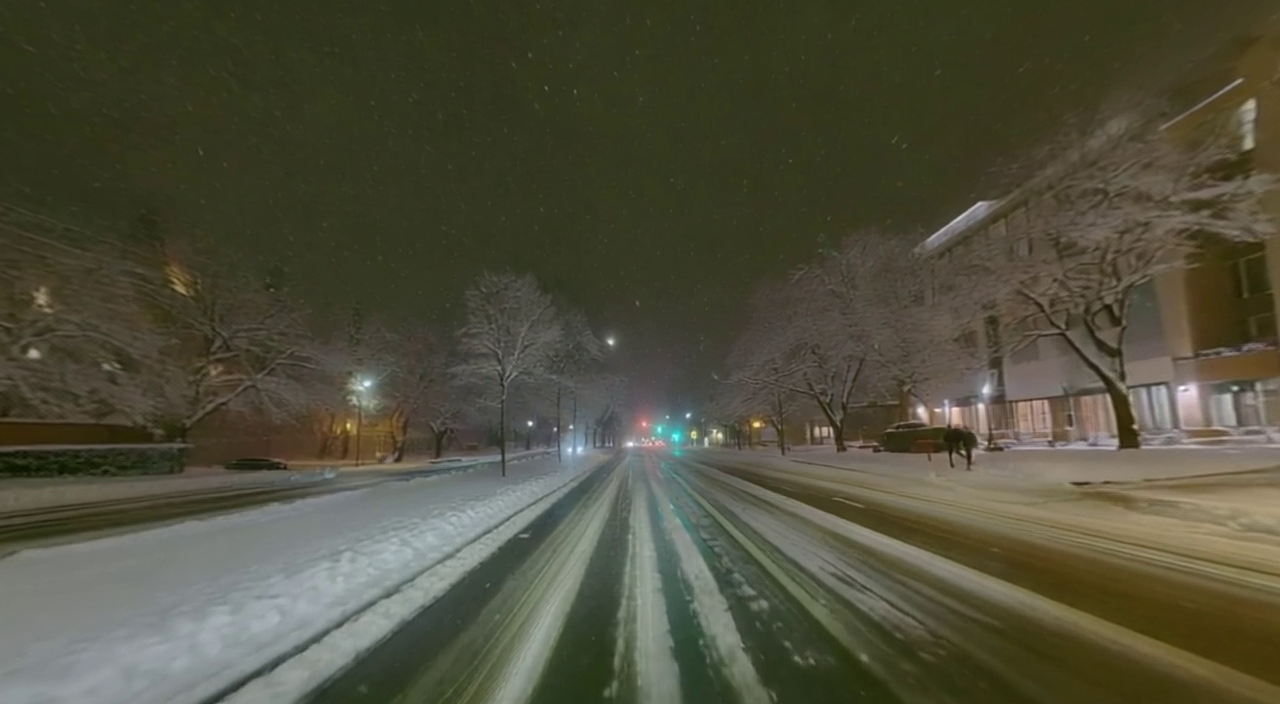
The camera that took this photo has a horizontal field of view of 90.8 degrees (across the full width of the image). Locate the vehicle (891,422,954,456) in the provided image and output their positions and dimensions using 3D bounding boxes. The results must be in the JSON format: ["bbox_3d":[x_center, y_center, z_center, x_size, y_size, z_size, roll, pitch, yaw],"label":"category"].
[{"bbox_3d":[22.076,6.854,49.692,2.287,2.462,5.901,0,-8,1],"label":"vehicle"}]

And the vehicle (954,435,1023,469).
[{"bbox_3d":[16.402,4.676,29.618,1.930,1.449,4.473,-7,-11,39],"label":"vehicle"}]
